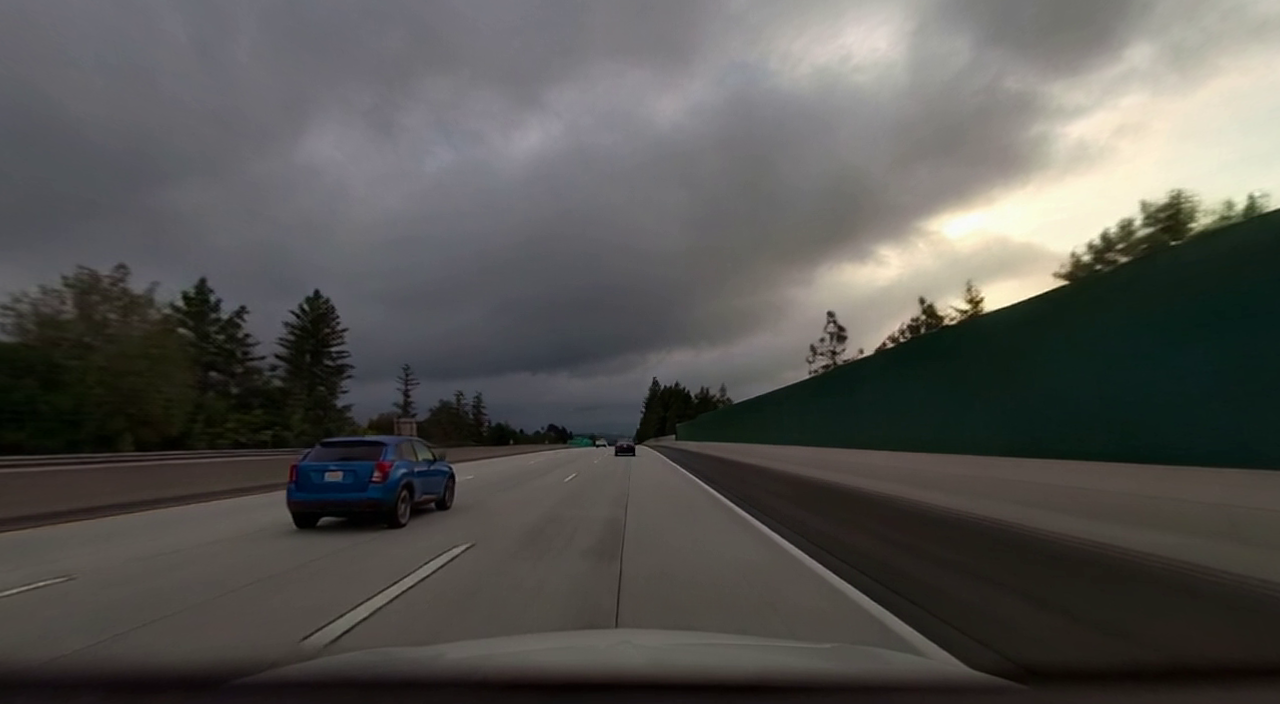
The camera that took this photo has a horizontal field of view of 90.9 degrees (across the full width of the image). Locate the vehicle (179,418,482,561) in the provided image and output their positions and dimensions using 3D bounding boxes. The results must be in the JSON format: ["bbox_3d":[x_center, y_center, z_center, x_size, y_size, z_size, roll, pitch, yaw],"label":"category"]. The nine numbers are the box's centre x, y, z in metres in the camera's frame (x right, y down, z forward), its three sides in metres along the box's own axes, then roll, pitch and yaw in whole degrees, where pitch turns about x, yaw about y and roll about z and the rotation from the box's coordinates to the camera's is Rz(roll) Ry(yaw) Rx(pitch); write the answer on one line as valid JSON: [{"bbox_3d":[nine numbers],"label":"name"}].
[{"bbox_3d":[-3.992,1.825,9.335,2.072,1.545,4.767,0,-8,0],"label":"vehicle"}]

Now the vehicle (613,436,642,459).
[{"bbox_3d":[-0.809,6.220,41.280,1.836,1.450,3.519,0,-8,-1],"label":"vehicle"}]
